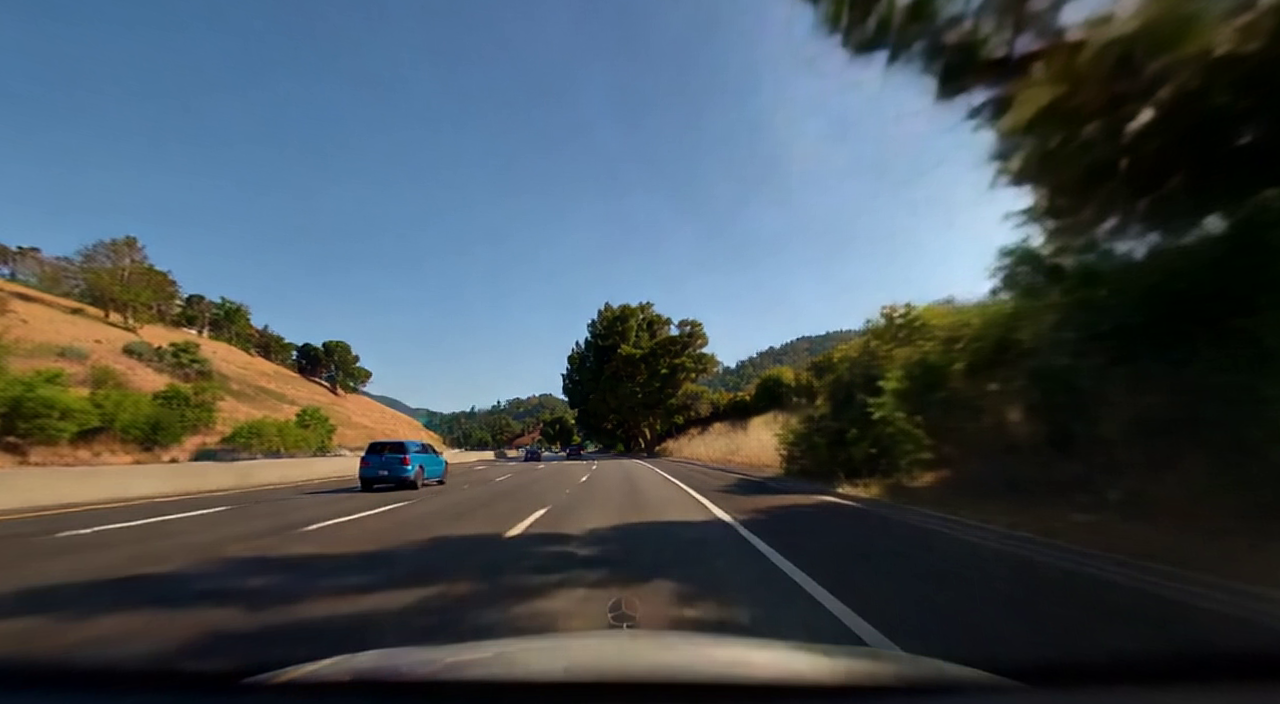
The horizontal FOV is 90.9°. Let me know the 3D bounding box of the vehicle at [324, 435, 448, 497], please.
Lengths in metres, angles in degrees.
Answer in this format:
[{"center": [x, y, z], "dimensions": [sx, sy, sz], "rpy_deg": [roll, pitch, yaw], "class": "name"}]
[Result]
[{"center": [-7.727, 3.488, 19.758], "dimensions": [2.046, 1.712, 4.533], "rpy_deg": [0, -8, -1], "class": "vehicle"}]
